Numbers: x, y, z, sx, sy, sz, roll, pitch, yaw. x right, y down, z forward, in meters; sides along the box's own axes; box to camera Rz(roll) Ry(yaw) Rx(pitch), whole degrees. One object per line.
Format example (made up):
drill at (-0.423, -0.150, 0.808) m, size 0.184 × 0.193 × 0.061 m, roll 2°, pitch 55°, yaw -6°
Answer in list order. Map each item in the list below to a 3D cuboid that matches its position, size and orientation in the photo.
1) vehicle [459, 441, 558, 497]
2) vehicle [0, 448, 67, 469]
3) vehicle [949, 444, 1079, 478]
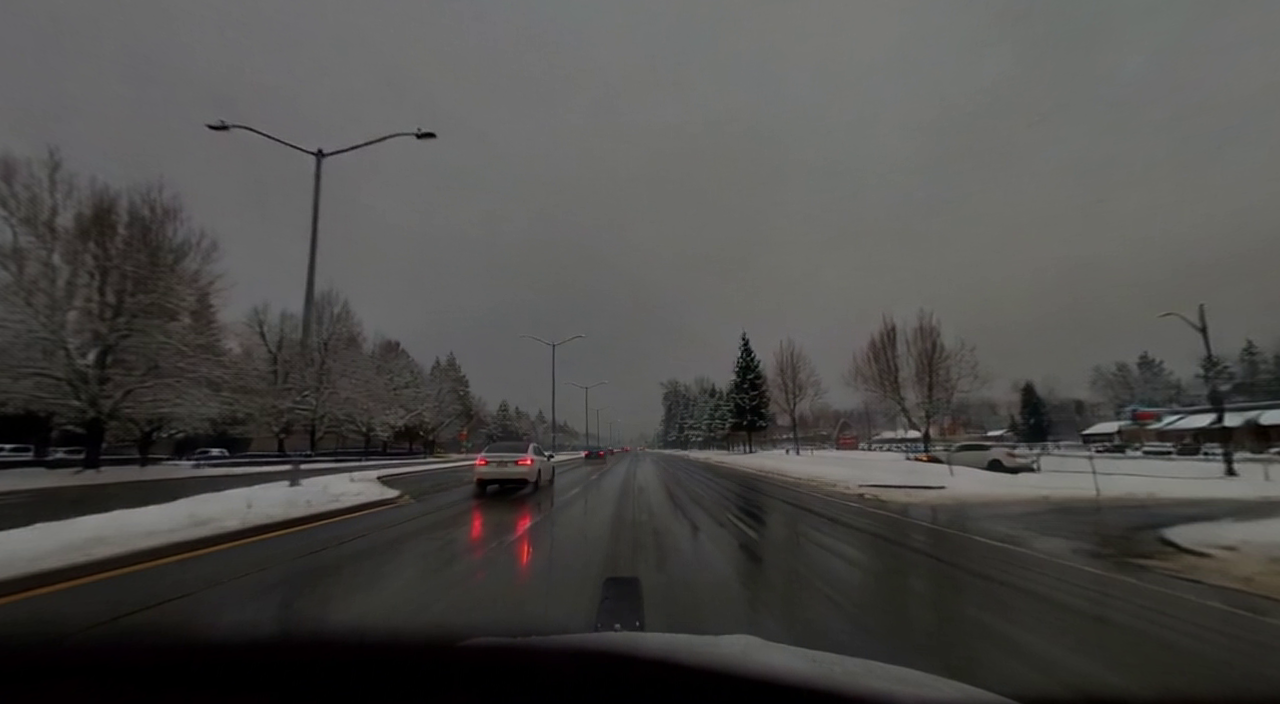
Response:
vehicle at (-3.717, 3.392, 18.740) m, size 2.003 × 1.454 × 4.484 m, roll 0°, pitch -9°, yaw 0°
vehicle at (-45.595, 7.858, 46.694) m, size 4.456 × 1.509 × 2.005 m, roll 0°, pitch -9°, yaw 0°
vehicle at (16.201, 4.717, 27.545) m, size 4.341 × 1.412 × 2.035 m, roll 0°, pitch -9°, yaw -1°
